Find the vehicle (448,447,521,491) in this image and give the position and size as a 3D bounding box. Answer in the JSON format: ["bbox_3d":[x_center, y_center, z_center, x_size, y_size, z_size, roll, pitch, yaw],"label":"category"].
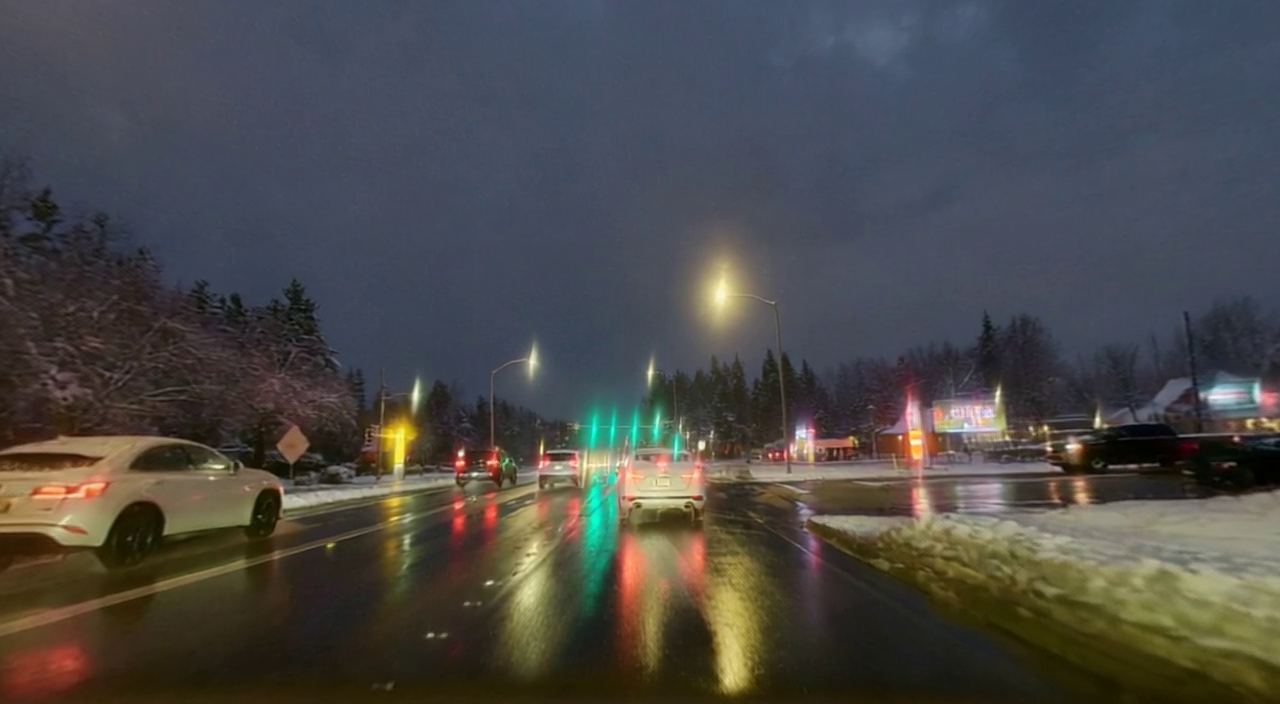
[{"bbox_3d":[-6.872,5.193,28.323,2.032,1.767,4.549,0,-8,1],"label":"vehicle"}]

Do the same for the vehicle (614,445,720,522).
[{"bbox_3d":[0.558,2.892,14.443,2.091,1.494,3.962,0,-8,1],"label":"vehicle"}]

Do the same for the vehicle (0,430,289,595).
[{"bbox_3d":[-7.041,1.955,8.602,1.968,1.657,4.230,0,-8,1],"label":"vehicle"}]

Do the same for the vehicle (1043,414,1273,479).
[{"bbox_3d":[17.964,3.320,22.207,5.852,1.962,2.323,-7,-11,41],"label":"vehicle"}]

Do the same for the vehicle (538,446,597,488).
[{"bbox_3d":[-3.244,5.247,29.133,2.055,1.725,4.732,0,-8,2],"label":"vehicle"}]
